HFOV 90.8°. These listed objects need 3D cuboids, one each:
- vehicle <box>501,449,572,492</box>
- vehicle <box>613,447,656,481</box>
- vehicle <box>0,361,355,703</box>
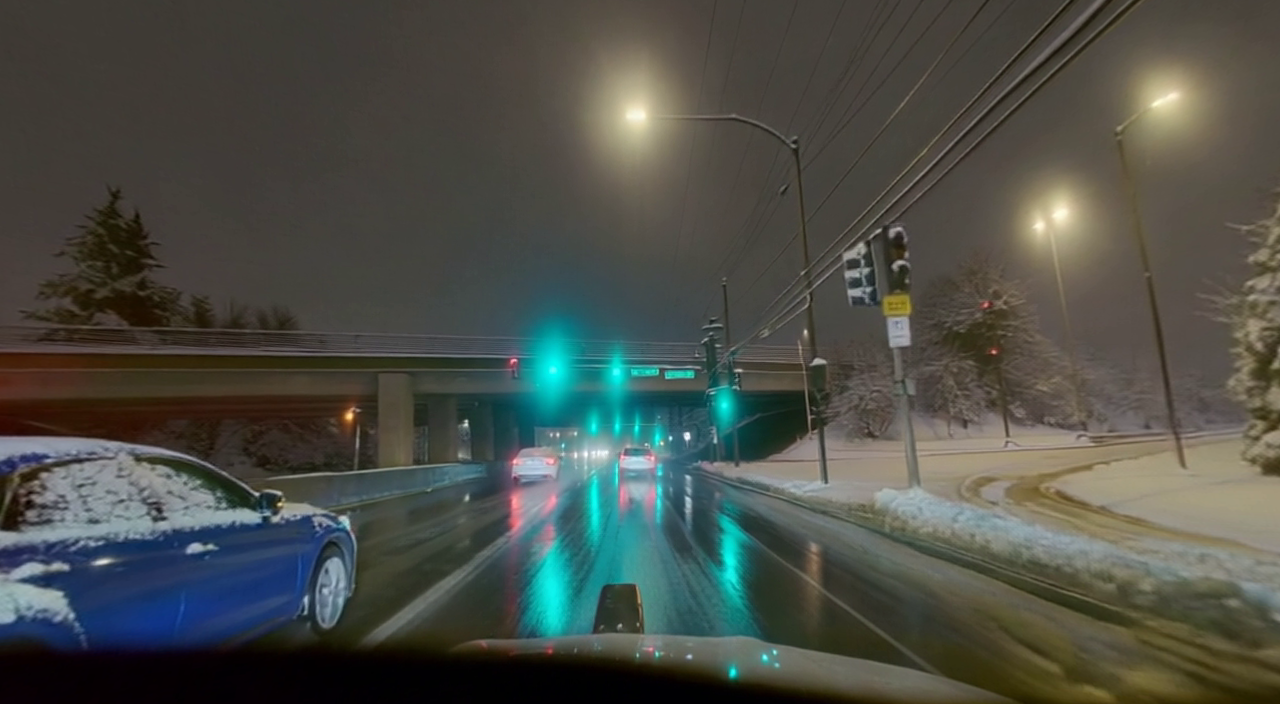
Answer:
[{"bbox_3d":[-3.752,4.367,23.690,1.946,1.437,4.154,0,-8,0],"label":"vehicle"},{"bbox_3d":[-0.277,5.487,31.248,1.985,1.565,3.968,0,-8,-1],"label":"vehicle"},{"bbox_3d":[-3.490,1.006,3.357,1.925,1.666,4.271,0,-8,0],"label":"vehicle"}]
